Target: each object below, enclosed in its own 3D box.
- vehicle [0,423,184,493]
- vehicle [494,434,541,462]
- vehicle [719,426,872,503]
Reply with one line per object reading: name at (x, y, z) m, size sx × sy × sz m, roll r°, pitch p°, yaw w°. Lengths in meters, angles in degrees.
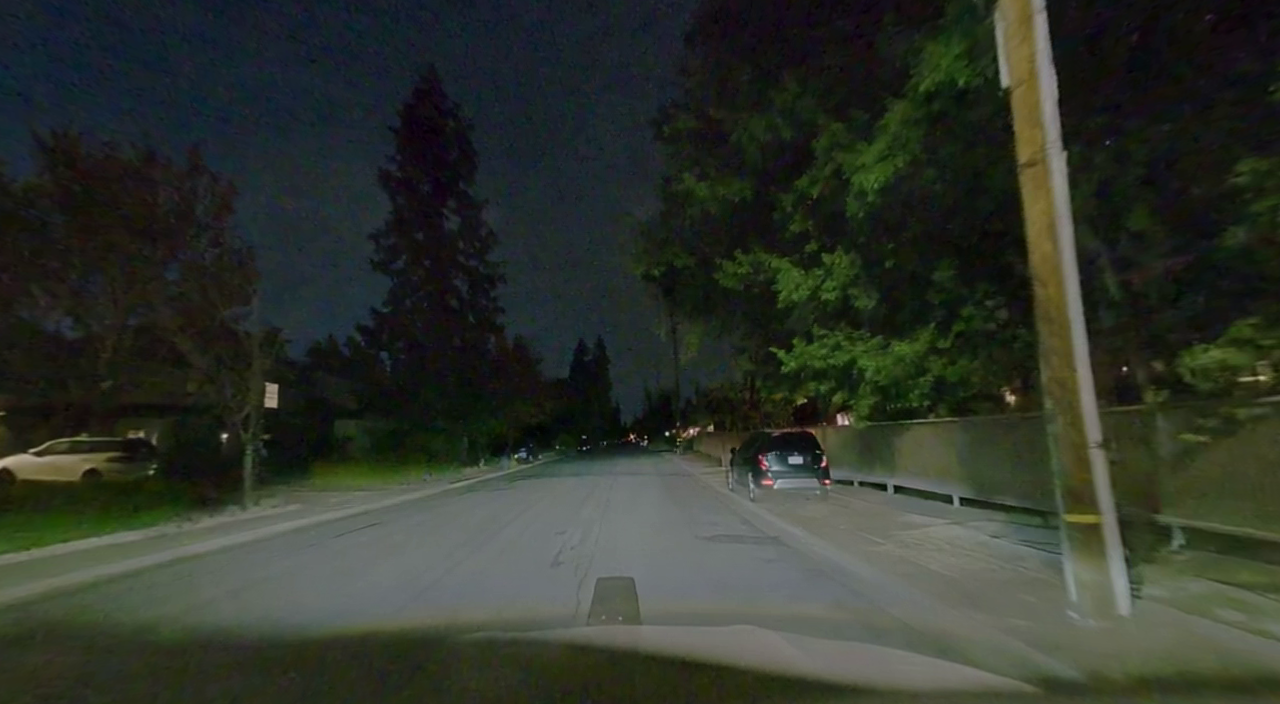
vehicle at (-16.031, 3.038, 18.371) m, size 2.017 × 1.746 × 4.718 m, roll 0°, pitch -8°, yaw 0°
vehicle at (-8.671, 6.903, 45.187) m, size 2.352 × 1.843 × 4.979 m, roll -1°, pitch -10°, yaw 0°
vehicle at (3.497, 2.674, 15.496) m, size 2.291 × 1.546 × 5.204 m, roll 0°, pitch -8°, yaw -1°
